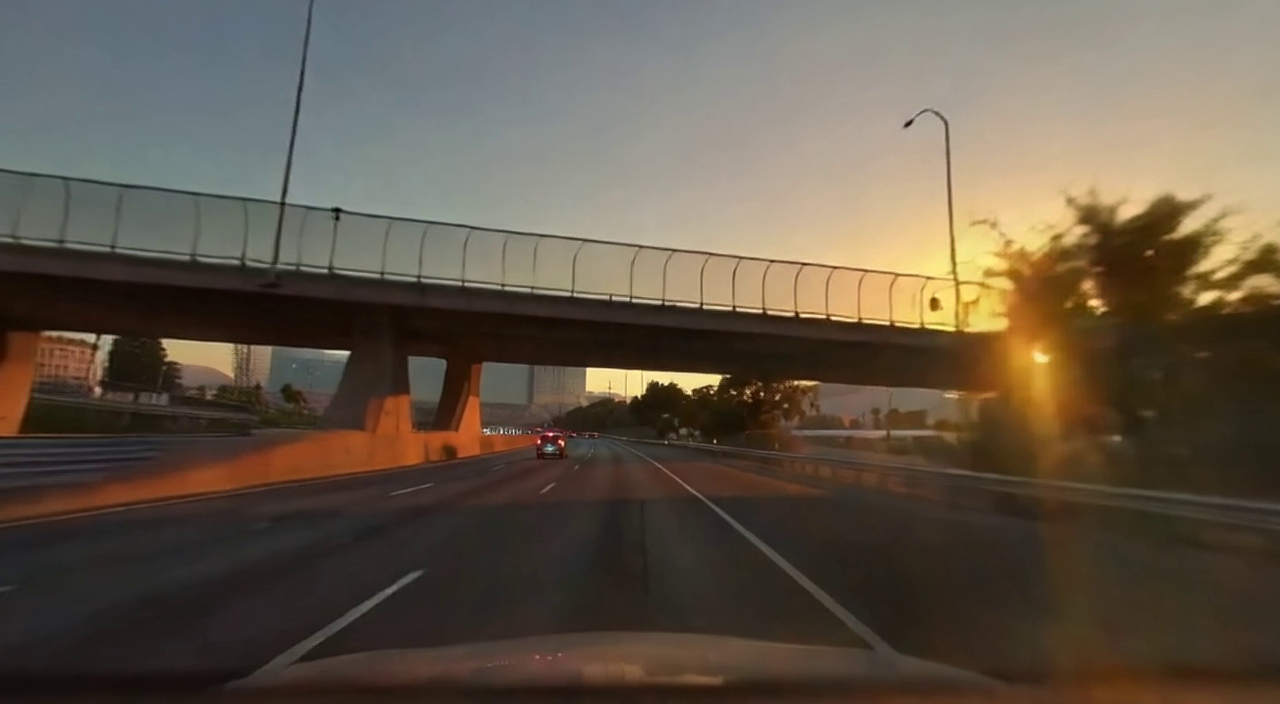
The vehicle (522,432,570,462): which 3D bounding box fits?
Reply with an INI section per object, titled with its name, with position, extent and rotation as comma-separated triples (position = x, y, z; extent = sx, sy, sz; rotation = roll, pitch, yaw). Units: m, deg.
[vehicle]
position = -5.321, 5.461, 36.291
extent = 2.123, 1.601, 4.887
rotation = 0, -8, -2
